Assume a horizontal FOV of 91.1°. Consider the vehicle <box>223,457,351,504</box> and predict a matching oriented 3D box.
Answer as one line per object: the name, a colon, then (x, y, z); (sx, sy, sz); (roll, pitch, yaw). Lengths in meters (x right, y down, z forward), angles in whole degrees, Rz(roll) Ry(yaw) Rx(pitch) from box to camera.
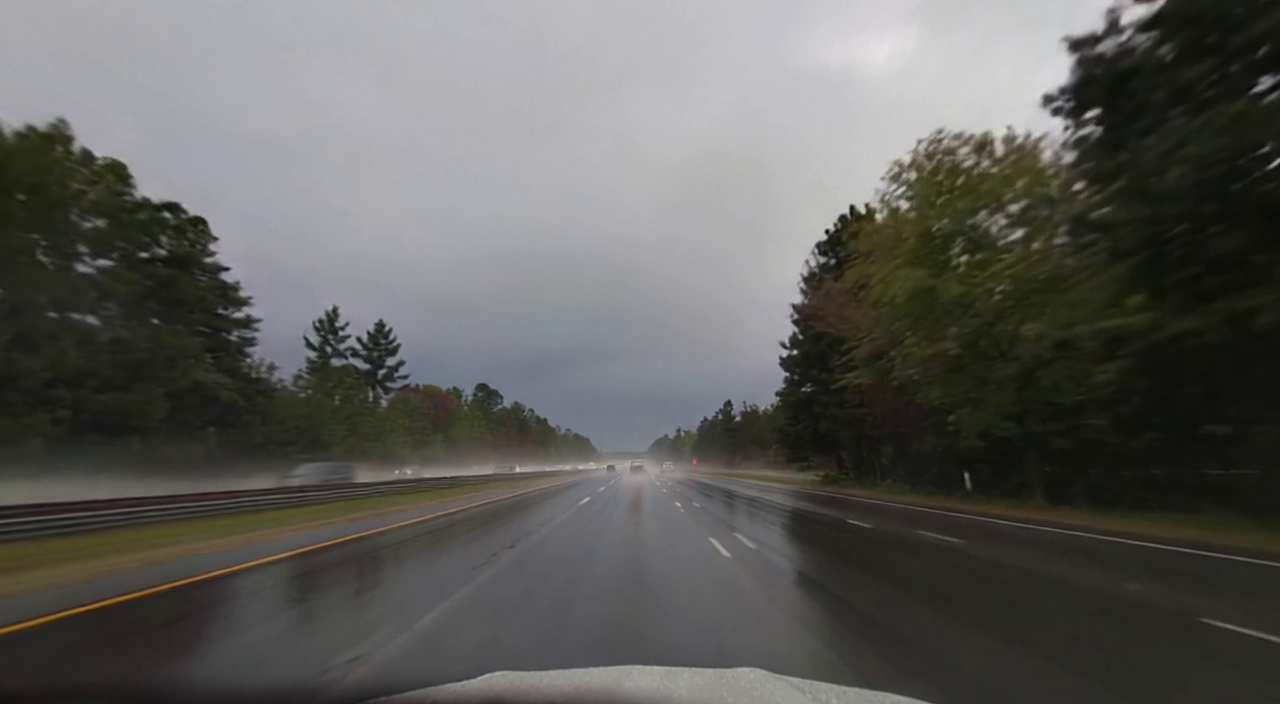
vehicle: (-12.441, 4.570, 22.518); (1.993, 1.464, 4.416); (1, -10, 0)
